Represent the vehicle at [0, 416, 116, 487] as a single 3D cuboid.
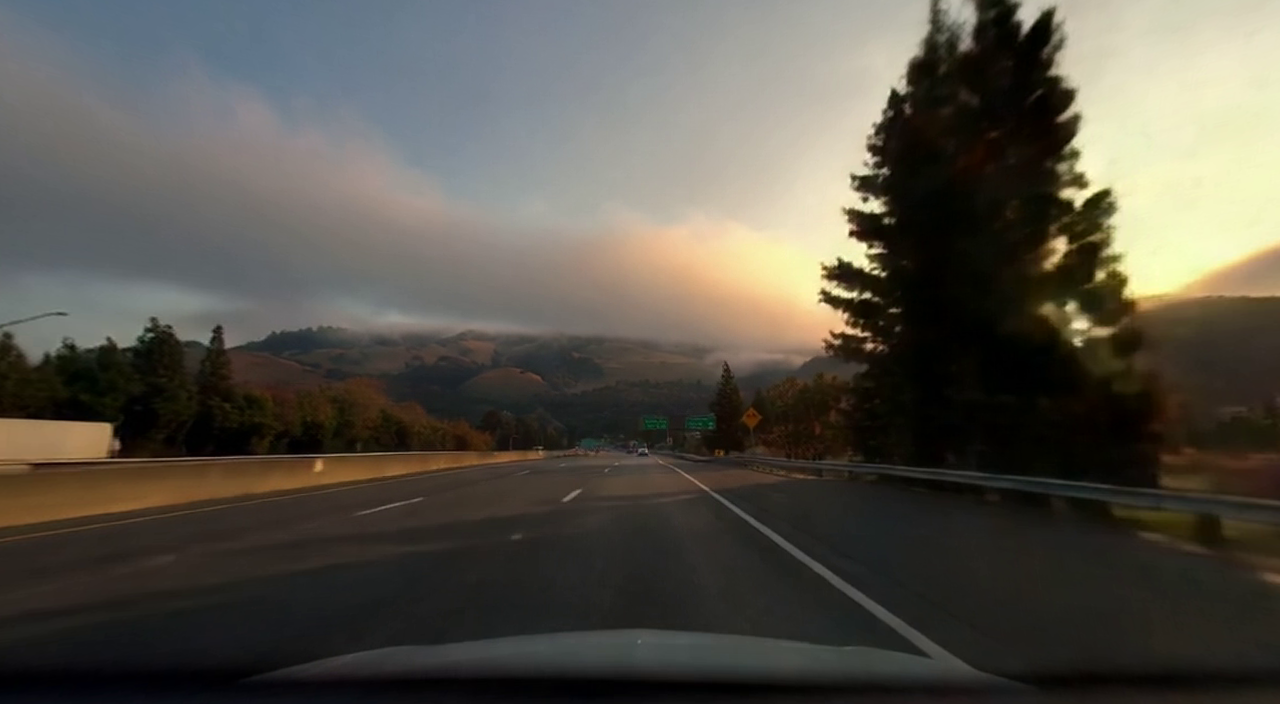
[{"bbox_3d":[-39.311,5.841,37.038,2.963,4.145,16.363,0,-9,0],"label":"vehicle"}]
